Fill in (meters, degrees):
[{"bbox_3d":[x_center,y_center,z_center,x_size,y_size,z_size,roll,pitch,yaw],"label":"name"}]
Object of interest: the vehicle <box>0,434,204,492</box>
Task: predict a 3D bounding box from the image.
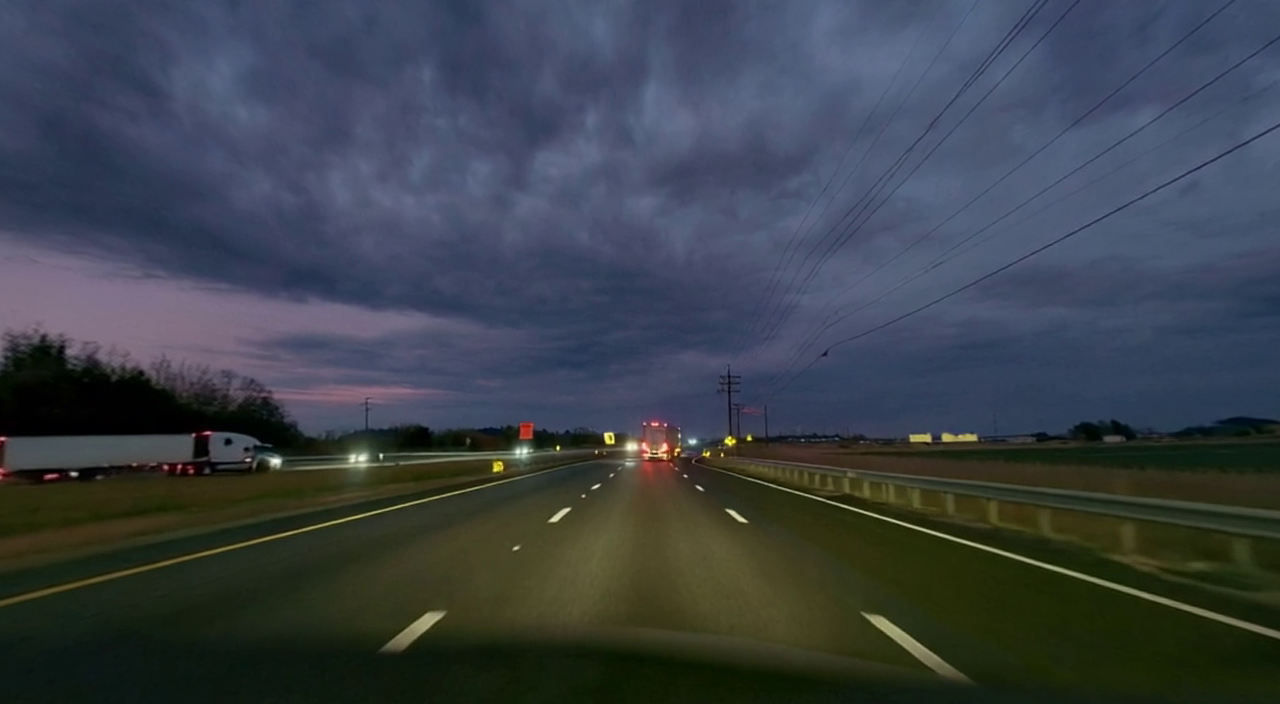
[{"bbox_3d":[-42.424,8.466,48.655,3.082,3.896,14.770,-4,-10,22],"label":"vehicle"}]
